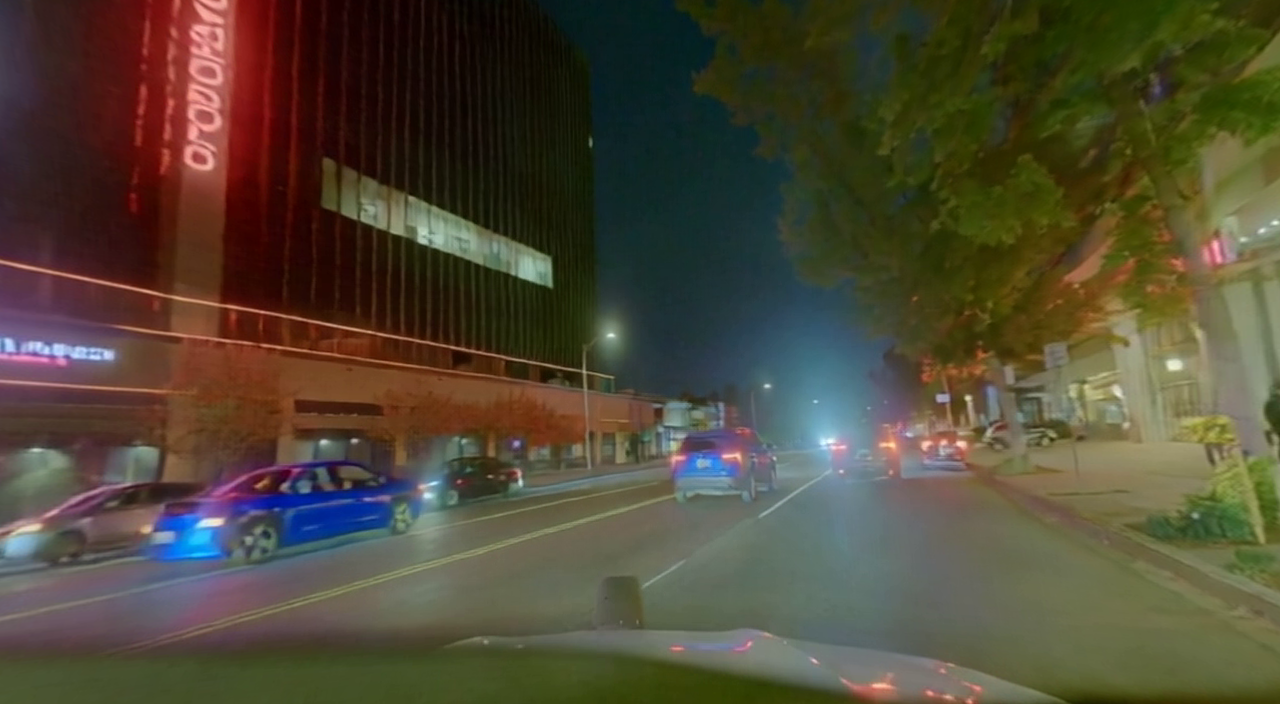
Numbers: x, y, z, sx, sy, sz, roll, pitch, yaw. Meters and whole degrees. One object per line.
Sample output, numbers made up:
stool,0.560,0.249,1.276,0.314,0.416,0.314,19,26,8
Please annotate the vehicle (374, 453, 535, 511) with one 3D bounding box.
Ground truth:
vehicle,-5.659,4.036,20.260,2.103,1.514,5.374,-4,-9,21

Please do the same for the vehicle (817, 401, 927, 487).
vehicle,6.263,2.510,17.235,2.352,1.953,4.796,-3,-9,19

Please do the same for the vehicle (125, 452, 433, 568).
vehicle,-5.926,2.573,11.171,1.857,1.507,4.504,-4,-9,20

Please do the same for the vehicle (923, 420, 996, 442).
vehicle,23.615,5.885,46.793,4.426,1.490,1.862,-3,-9,13

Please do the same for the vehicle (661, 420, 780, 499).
vehicle,2.178,2.669,16.009,2.023,1.702,4.152,-4,-9,20
